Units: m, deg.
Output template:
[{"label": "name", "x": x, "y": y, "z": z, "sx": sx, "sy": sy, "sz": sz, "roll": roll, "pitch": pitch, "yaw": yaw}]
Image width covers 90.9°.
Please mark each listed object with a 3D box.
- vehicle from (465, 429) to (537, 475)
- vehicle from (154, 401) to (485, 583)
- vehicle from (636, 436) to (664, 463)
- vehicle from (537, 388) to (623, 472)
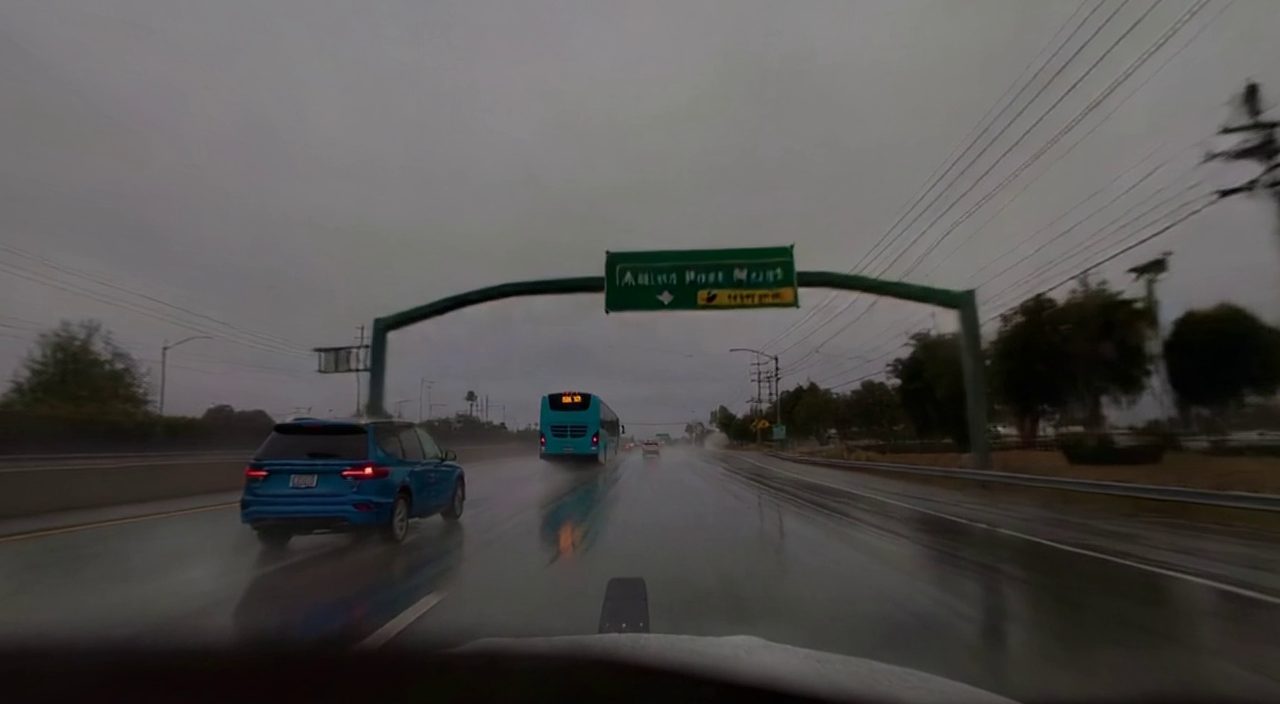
[{"label": "vehicle", "x": -7.006, "y": 5.136, "z": 32.518, "sx": 2.282, "sy": 2.116, "sz": 6.030, "roll": 0, "pitch": -8, "yaw": 1}, {"label": "vehicle", "x": -3.619, "y": 1.664, "z": 8.247, "sx": 2.021, "sy": 1.730, "sz": 4.223, "roll": 0, "pitch": -8, "yaw": 1}, {"label": "vehicle", "x": 0.726, "y": 7.598, "z": 49.172, "sx": 2.083, "sy": 2.001, "sz": 4.782, "roll": 0, "pitch": -9, "yaw": 0}, {"label": "vehicle", "x": -2.860, "y": 4.451, "z": 34.328, "sx": 3.382, "sy": 3.712, "sz": 11.766, "roll": 1, "pitch": -9, "yaw": 1}]
